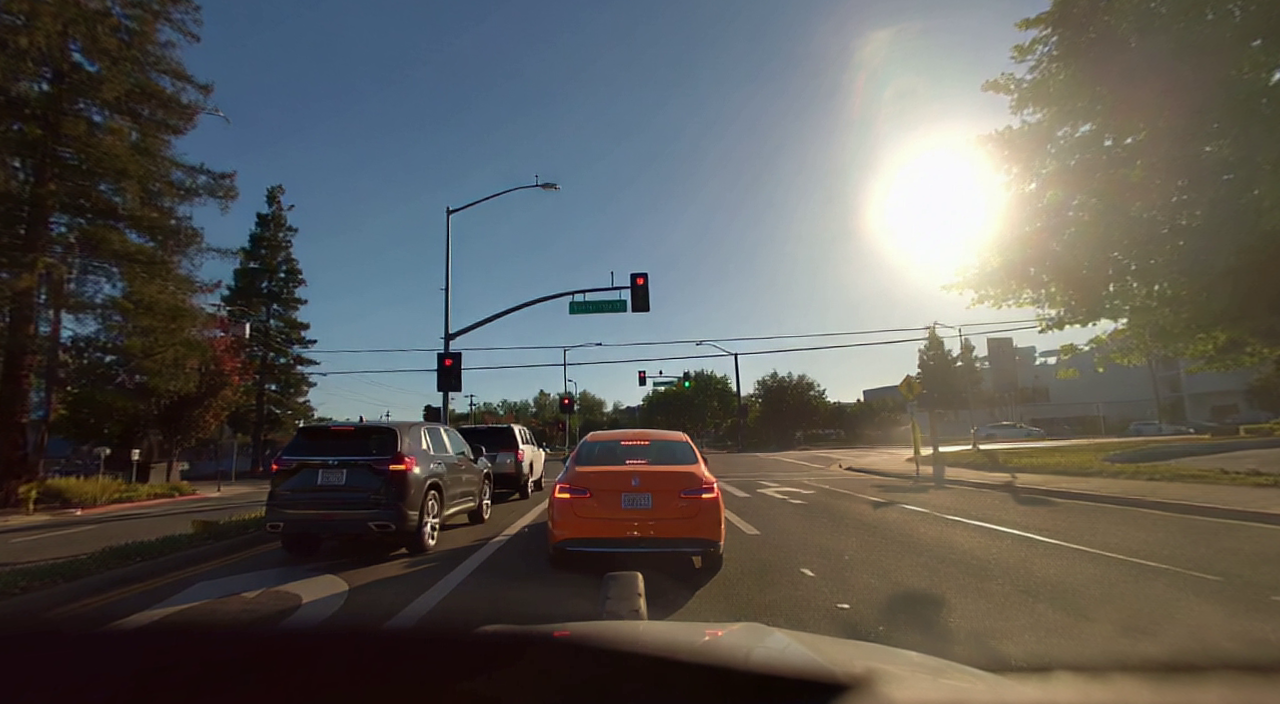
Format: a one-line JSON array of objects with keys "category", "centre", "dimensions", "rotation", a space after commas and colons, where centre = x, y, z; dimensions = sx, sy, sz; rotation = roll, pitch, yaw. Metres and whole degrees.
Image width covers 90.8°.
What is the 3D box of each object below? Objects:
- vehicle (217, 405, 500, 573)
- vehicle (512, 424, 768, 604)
[{"category": "vehicle", "centre": [-3.426, 1.750, 8.815], "dimensions": [2.046, 1.751, 4.208], "rotation": [0, -8, -1]}, {"category": "vehicle", "centre": [-0.054, 1.644, 7.312], "dimensions": [2.126, 1.475, 3.967], "rotation": [0, -8, -2]}]
